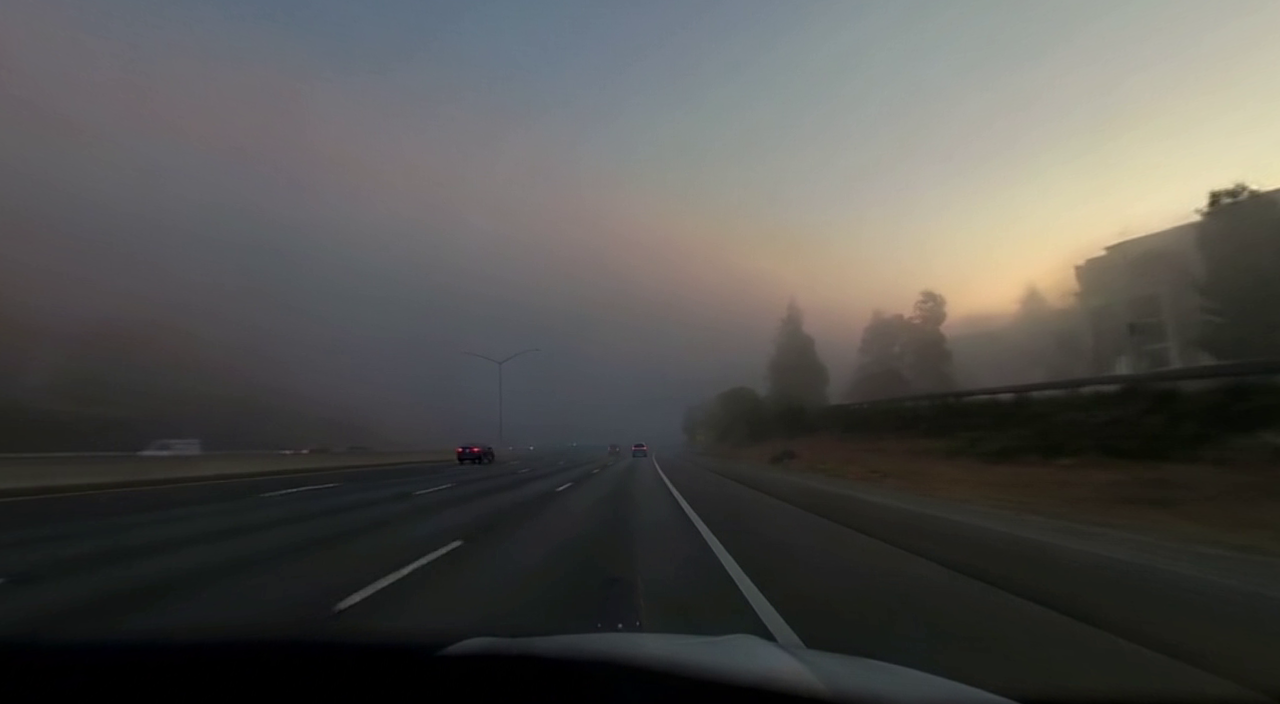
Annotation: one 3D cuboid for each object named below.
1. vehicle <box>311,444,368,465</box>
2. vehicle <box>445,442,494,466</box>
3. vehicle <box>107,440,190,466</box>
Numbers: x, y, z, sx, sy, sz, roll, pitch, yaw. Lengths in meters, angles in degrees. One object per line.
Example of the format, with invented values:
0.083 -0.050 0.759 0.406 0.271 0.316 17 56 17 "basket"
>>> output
-22.306 7.629 47.128 1.859 1.473 4.684 0 -8 2 "vehicle"
-11.011 6.632 41.120 1.914 1.440 4.467 0 -8 1 "vehicle"
-34.544 7.079 44.569 1.985 1.700 4.619 -1 -8 2 "vehicle"
